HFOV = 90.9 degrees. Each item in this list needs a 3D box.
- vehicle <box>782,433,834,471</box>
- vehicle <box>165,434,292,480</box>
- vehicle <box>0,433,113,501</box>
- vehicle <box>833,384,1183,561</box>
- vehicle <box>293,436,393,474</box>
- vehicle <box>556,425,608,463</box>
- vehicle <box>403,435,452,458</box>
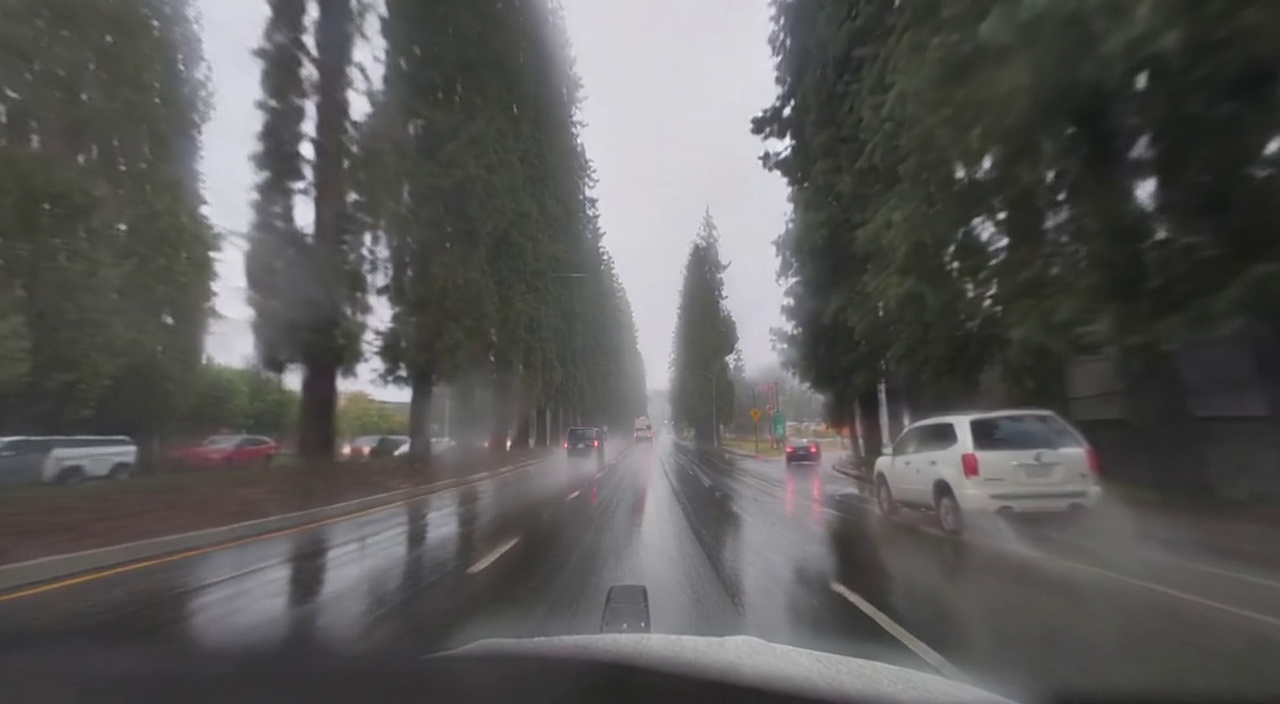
[{"bbox_3d":[8.470,5.087,32.115,2.280,1.757,4.572,-2,-9,12],"label":"vehicle"},{"bbox_3d":[-16.838,4.317,26.160,2.059,1.688,4.657,0,-8,1],"label":"vehicle"},{"bbox_3d":[-16.876,2.975,16.411,2.176,1.646,4.643,0,-8,1],"label":"vehicle"},{"bbox_3d":[5.111,1.818,10.264,2.381,2.008,5.971,-1,-8,4],"label":"vehicle"},{"bbox_3d":[-12.892,4.500,27.710,2.053,1.496,4.569,0,-8,2],"label":"vehicle"},{"bbox_3d":[-3.091,5.086,34.722,2.255,1.940,4.822,0,-8,2],"label":"vehicle"},{"bbox_3d":[-16.229,7.211,48.340,2.042,1.654,4.603,0,-8,1],"label":"vehicle"}]
